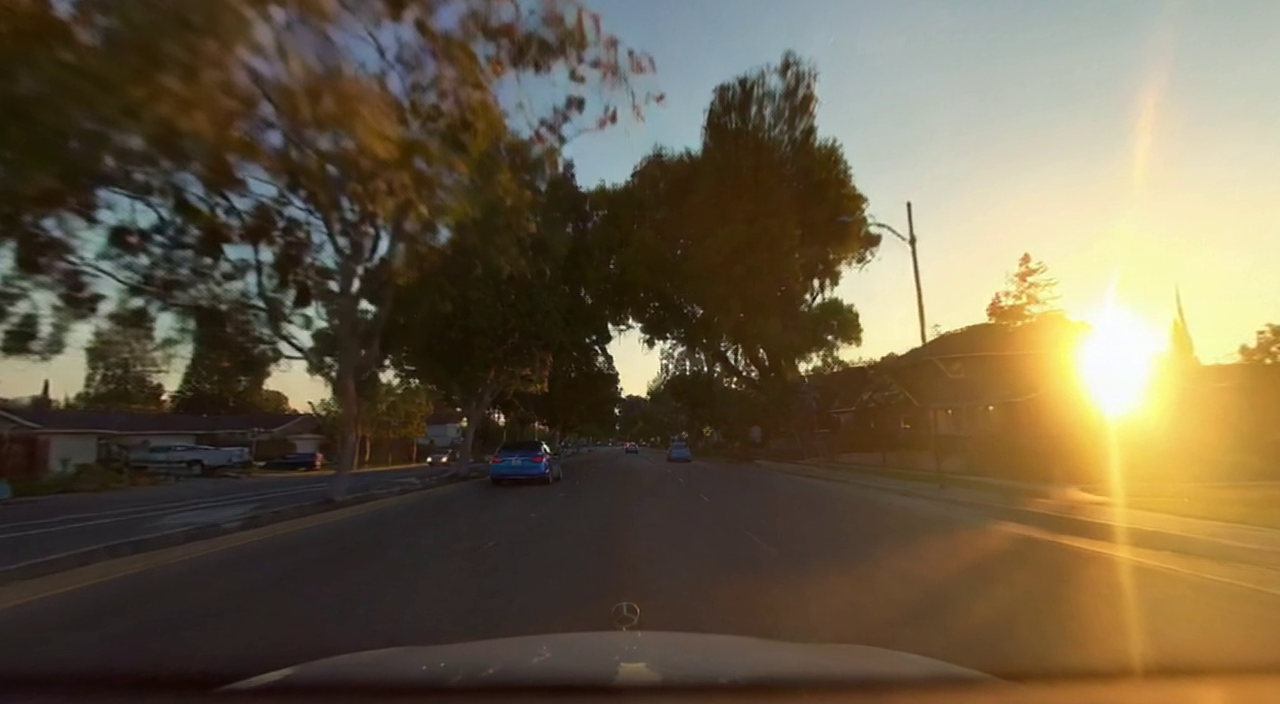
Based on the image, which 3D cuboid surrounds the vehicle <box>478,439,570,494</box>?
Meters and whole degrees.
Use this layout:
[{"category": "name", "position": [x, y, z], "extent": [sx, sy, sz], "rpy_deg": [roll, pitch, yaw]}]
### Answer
[{"category": "vehicle", "position": [-3.401, 3.422, 19.384], "extent": [2.005, 1.477, 4.169], "rpy_deg": [0, -8, 0]}]
